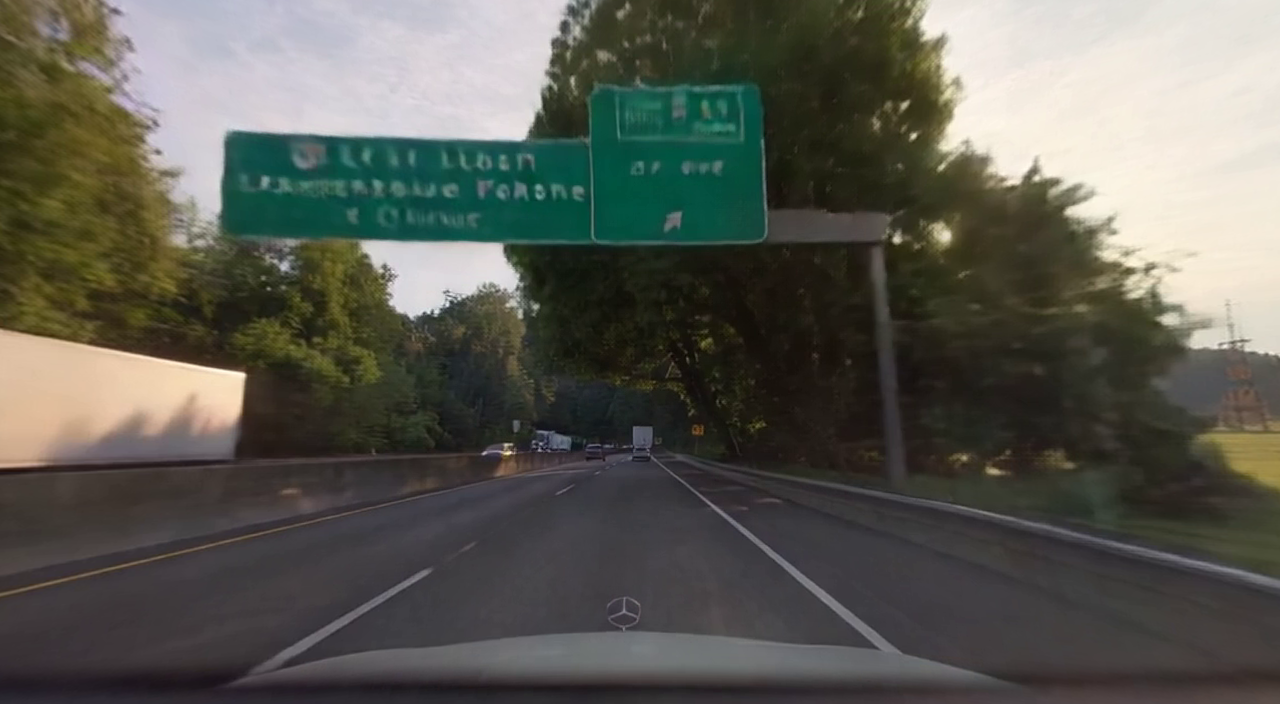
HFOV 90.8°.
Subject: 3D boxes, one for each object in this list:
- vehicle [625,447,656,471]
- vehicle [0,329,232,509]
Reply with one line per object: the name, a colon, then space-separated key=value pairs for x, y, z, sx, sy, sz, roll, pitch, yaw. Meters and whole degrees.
vehicle: x=0.023 y=6.641 z=39.339 sx=1.853 sy=1.436 sz=3.438 roll=0 pitch=-9 yaw=0
vehicle: x=-15.994 y=1.668 z=15.243 sx=2.856 sy=4.029 sz=14.034 roll=0 pitch=-9 yaw=0
